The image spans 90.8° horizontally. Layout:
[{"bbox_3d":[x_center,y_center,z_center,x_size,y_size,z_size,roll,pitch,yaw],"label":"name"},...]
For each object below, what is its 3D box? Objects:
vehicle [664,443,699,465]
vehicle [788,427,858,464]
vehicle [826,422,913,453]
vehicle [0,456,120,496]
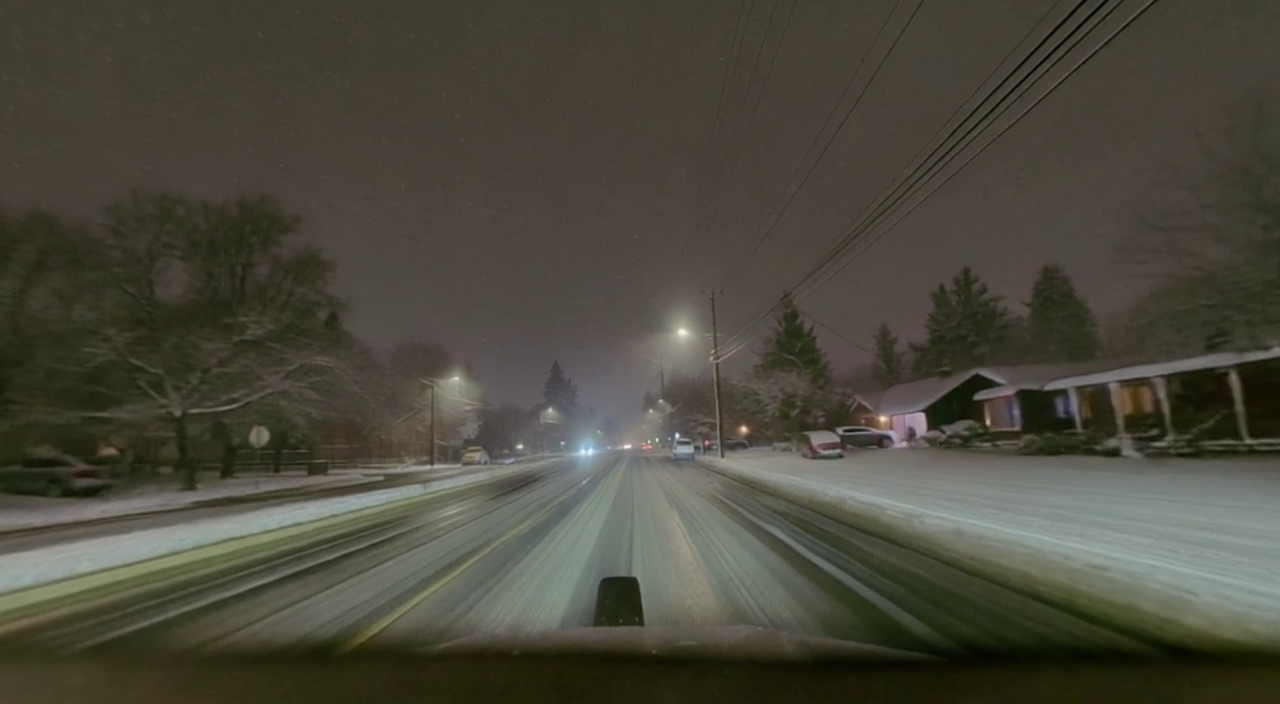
[{"bbox_3d":[2.956,7.394,46.007,2.037,1.518,4.904,0,-8,-2],"label":"vehicle"},{"bbox_3d":[9.248,4.765,32.427,1.971,1.641,5.191,-4,-8,0],"label":"vehicle"},{"bbox_3d":[14.702,5.511,40.631,4.723,1.883,2.011,0,-8,-2],"label":"vehicle"},{"bbox_3d":[-24.008,4.929,25.293,4.595,1.491,1.902,0,-8,0],"label":"vehicle"}]
